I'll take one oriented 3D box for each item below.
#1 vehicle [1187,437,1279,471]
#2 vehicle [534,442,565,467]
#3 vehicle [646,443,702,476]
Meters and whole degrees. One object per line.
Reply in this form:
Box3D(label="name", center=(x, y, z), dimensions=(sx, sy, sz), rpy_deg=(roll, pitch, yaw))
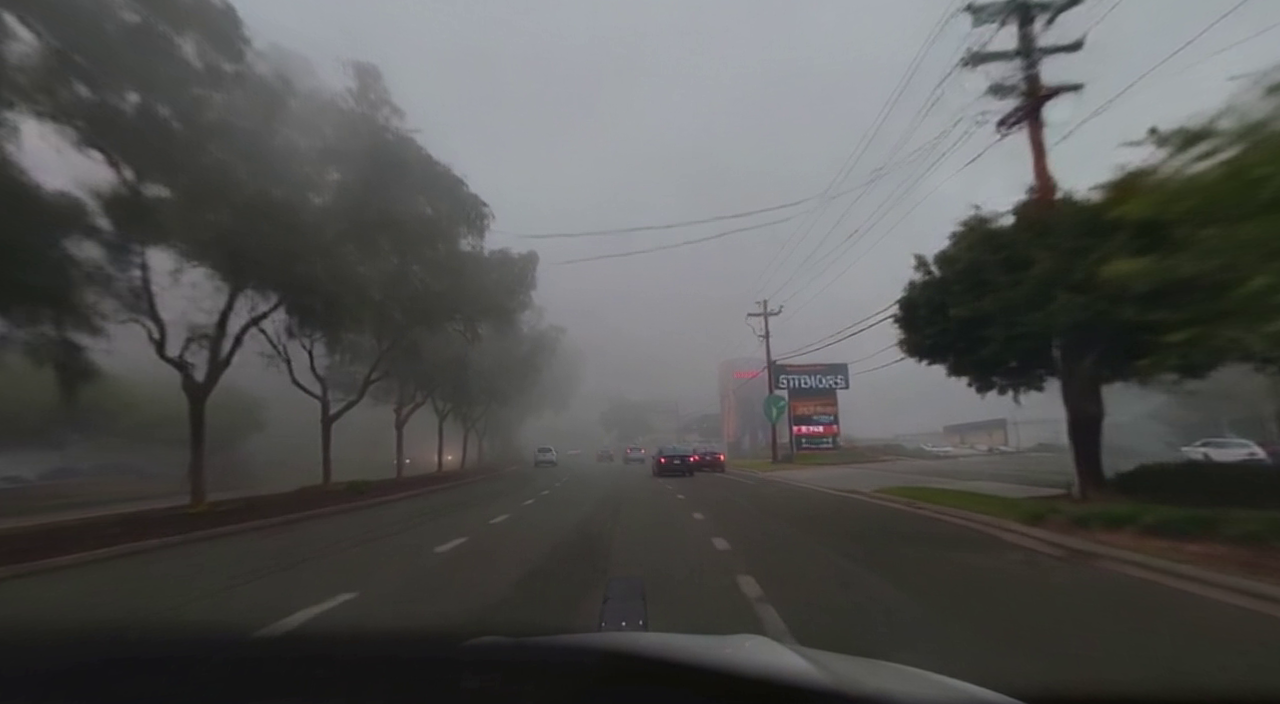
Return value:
Box3D(label="vehicle", center=(32.503, 5.434, 33.615), dimensions=(4.430, 1.617, 2.092), rpy_deg=(-4, -10, 11))
Box3D(label="vehicle", center=(-6.877, 7.830, 48.313), dimensions=(2.195, 1.752, 4.515), rpy_deg=(1, -9, -6))
Box3D(label="vehicle", center=(1.511, 5.103, 30.204), dimensions=(2.130, 1.476, 4.453), rpy_deg=(1, -9, -4))
